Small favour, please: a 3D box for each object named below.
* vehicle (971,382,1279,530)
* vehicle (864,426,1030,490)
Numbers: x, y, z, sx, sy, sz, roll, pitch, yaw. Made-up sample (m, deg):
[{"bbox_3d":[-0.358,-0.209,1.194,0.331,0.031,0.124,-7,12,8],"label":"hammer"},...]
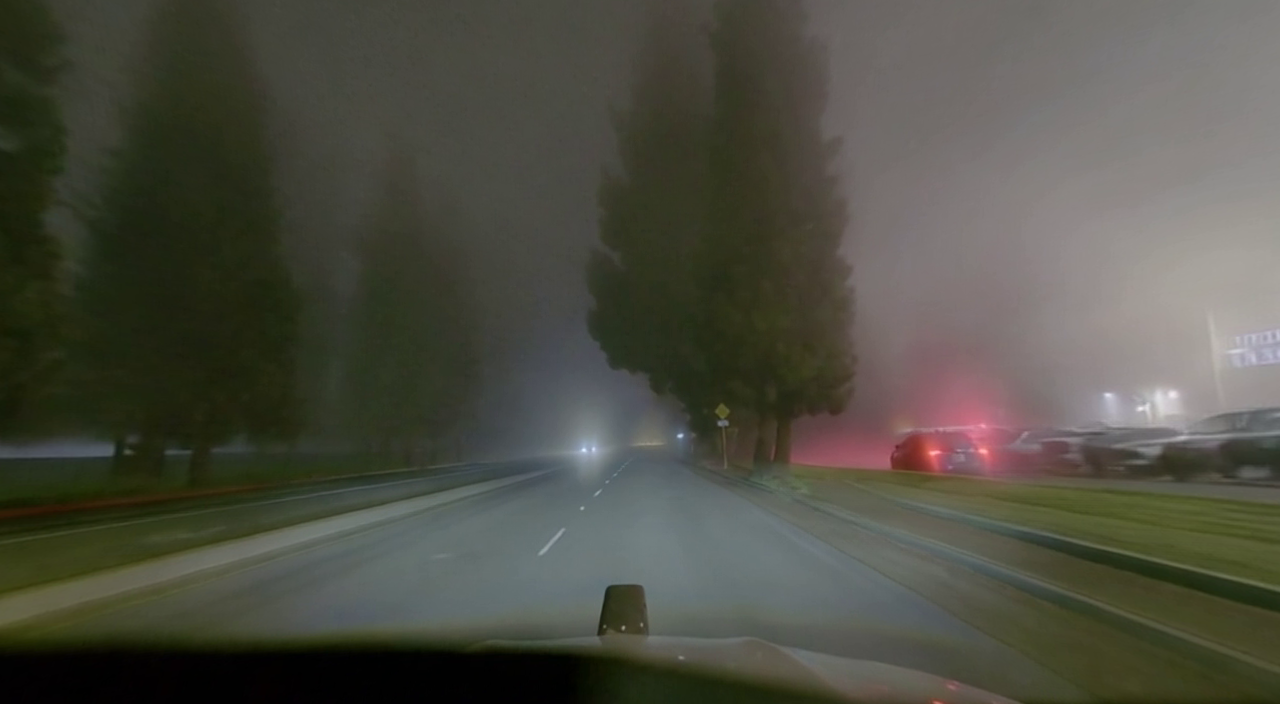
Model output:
[{"bbox_3d":[8.051,1.701,10.693,2.235,1.899,4.827,-1,-8,0],"label":"vehicle"},{"bbox_3d":[8.064,2.834,17.209,1.993,1.476,4.821,0,-8,-2],"label":"vehicle"}]
